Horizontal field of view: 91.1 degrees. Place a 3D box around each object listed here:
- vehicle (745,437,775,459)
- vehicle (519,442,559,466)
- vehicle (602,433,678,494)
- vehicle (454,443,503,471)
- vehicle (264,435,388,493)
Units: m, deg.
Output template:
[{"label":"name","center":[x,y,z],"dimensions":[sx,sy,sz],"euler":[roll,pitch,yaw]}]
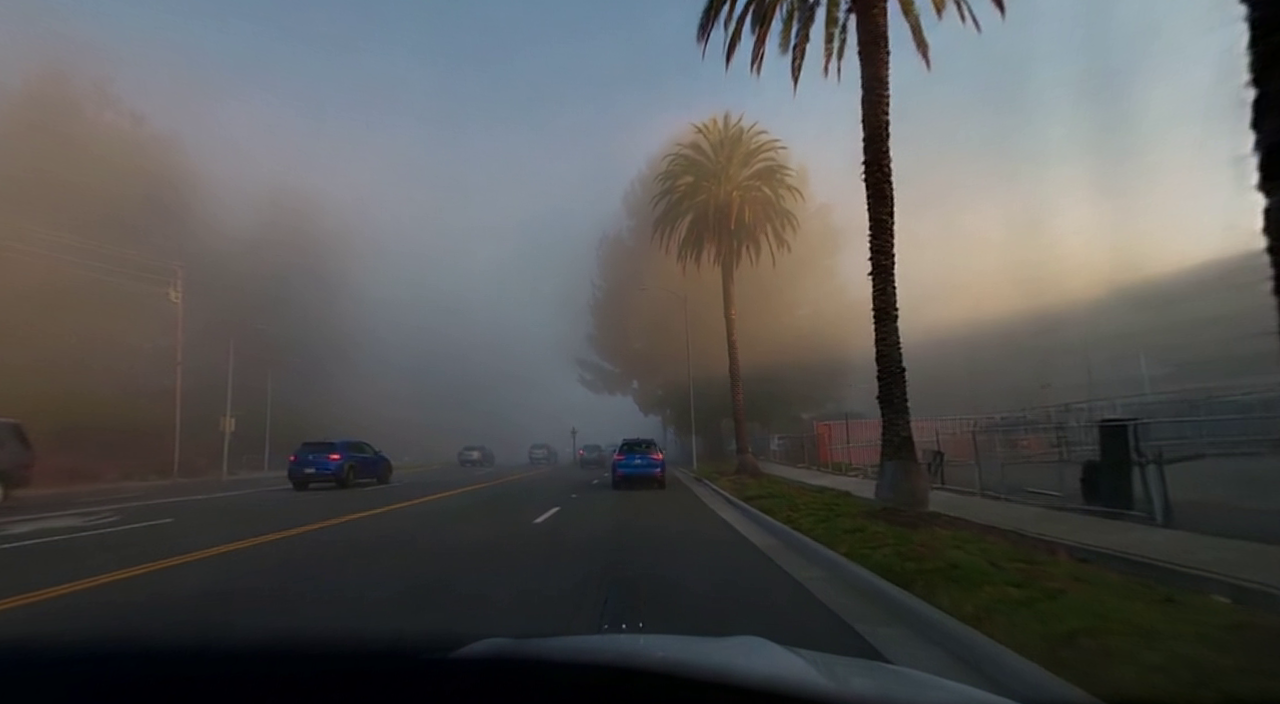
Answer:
[{"label":"vehicle","center":[8.261,6.544,42.971],"dimensions":[1.837,1.416,3.947],"euler":[-2,-9,12]},{"label":"vehicle","center":[-7.186,7.288,45.094],"dimensions":[2.099,1.608,4.420],"euler":[0,-9,1]},{"label":"vehicle","center":[0.037,3.447,19.726],"dimensions":[2.121,1.710,3.893],"euler":[0,-9,1]},{"label":"vehicle","center":[-10.813,7.047,42.420],"dimensions":[1.998,1.731,4.952],"euler":[0,-9,0]},{"label":"vehicle","center":[-10.585,3.797,21.596],"dimensions":[1.965,1.743,4.327],"euler":[0,-9,1]}]
